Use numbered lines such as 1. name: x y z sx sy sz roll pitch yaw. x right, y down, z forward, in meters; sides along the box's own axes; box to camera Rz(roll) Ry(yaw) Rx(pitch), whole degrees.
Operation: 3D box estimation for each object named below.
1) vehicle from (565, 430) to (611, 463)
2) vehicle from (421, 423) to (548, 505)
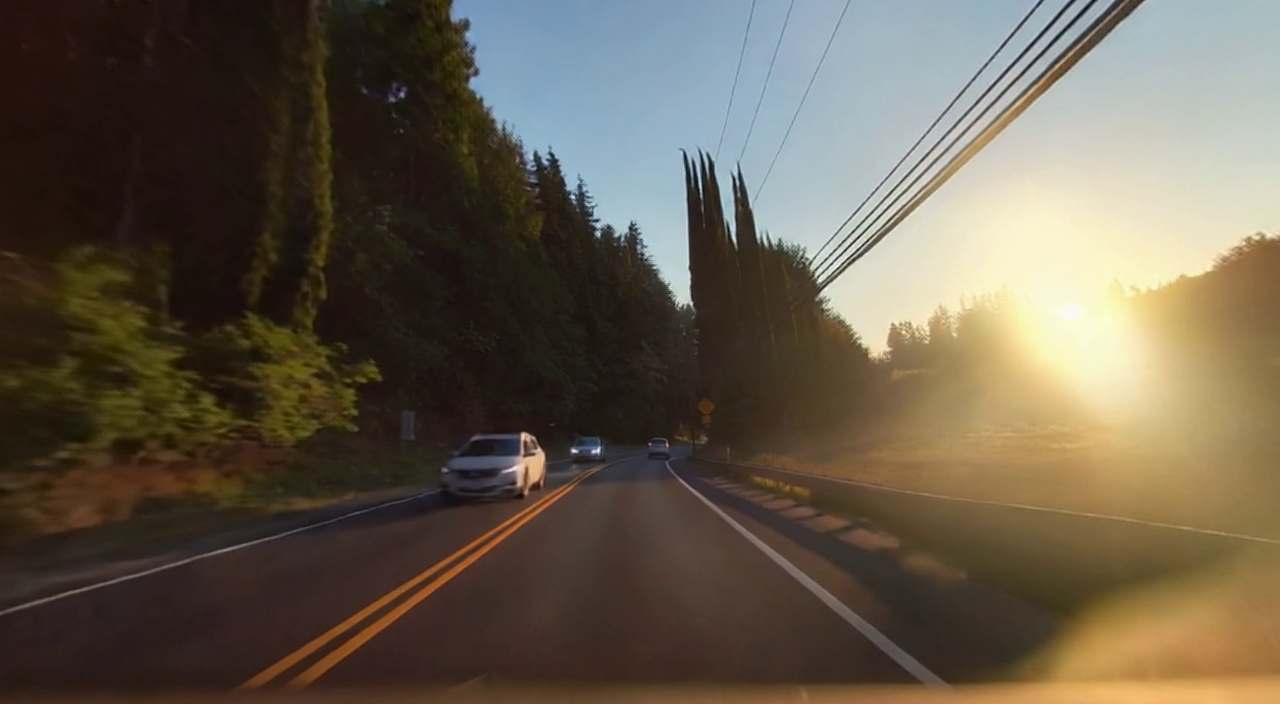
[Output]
1. vehicle: -3.291 6.186 41.197 2.343 1.998 4.973 -1 -8 3
2. vehicle: -3.815 2.853 16.514 2.120 1.821 4.650 0 -8 0
